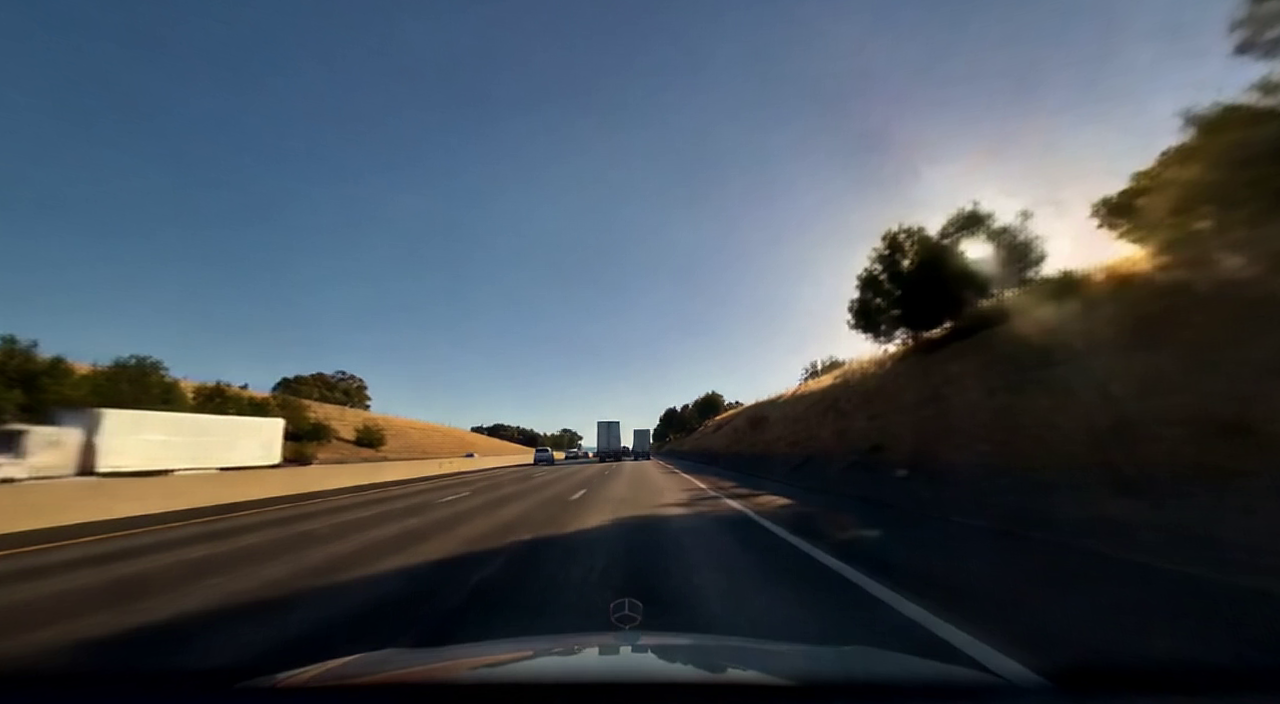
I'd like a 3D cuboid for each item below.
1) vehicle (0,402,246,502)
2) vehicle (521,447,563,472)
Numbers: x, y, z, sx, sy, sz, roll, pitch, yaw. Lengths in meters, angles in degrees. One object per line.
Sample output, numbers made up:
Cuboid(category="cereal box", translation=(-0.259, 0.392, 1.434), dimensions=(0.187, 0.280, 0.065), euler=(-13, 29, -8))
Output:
Cuboid(category="vehicle", translation=(-22.750, 4.556, 28.798), dimensions=(2.948, 3.729, 10.045), euler=(0, -9, 0))
Cuboid(category="vehicle", translation=(-6.317, 6.987, 41.116), dimensions=(2.091, 1.527, 4.455), euler=(0, -9, -1))
